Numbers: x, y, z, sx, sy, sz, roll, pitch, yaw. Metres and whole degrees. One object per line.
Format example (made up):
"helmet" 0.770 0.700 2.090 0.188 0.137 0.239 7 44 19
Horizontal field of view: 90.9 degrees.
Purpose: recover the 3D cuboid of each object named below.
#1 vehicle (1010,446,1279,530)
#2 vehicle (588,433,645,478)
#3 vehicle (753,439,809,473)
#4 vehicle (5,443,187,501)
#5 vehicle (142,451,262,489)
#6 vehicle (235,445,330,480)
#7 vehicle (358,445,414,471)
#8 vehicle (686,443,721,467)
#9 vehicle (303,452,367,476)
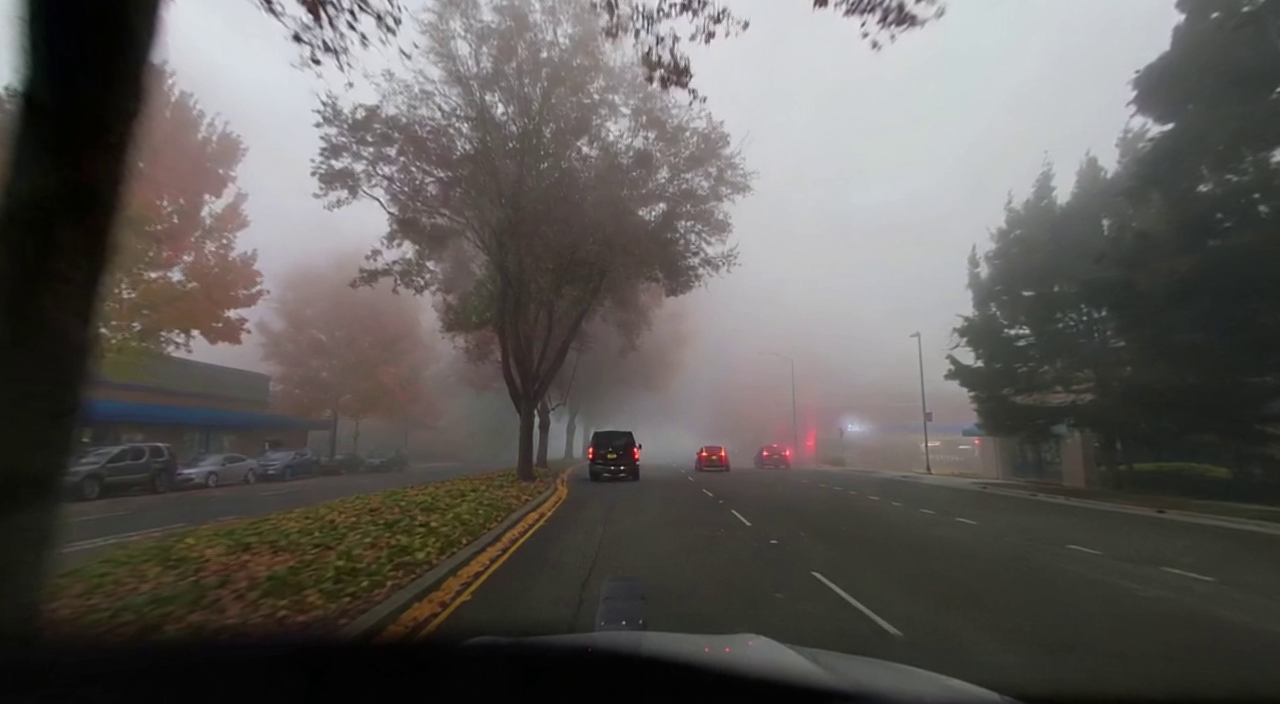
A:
"vehicle" 10.556 2.795 13.714 2.092 1.473 4.813 0 -8 0
"vehicle" -1.143 4.607 28.356 2.344 1.863 4.665 1 -8 -5
"vehicle" 7.710 5.721 34.984 2.040 1.738 4.414 0 -8 0
"vehicle" -19.018 4.172 22.460 2.160 1.801 4.860 0 -8 -1
"vehicle" -19.110 5.143 27.828 1.985 1.463 4.603 0 -8 0
"vehicle" -18.993 5.873 33.818 2.137 1.723 4.850 0 -8 2
"vehicle" -18.684 7.795 46.661 1.914 1.785 5.408 0 -8 0
"vehicle" 4.137 6.826 41.950 1.886 1.464 4.290 0 -8 0
"vehicle" -18.772 6.899 38.983 1.737 1.349 4.014 0 -8 3
